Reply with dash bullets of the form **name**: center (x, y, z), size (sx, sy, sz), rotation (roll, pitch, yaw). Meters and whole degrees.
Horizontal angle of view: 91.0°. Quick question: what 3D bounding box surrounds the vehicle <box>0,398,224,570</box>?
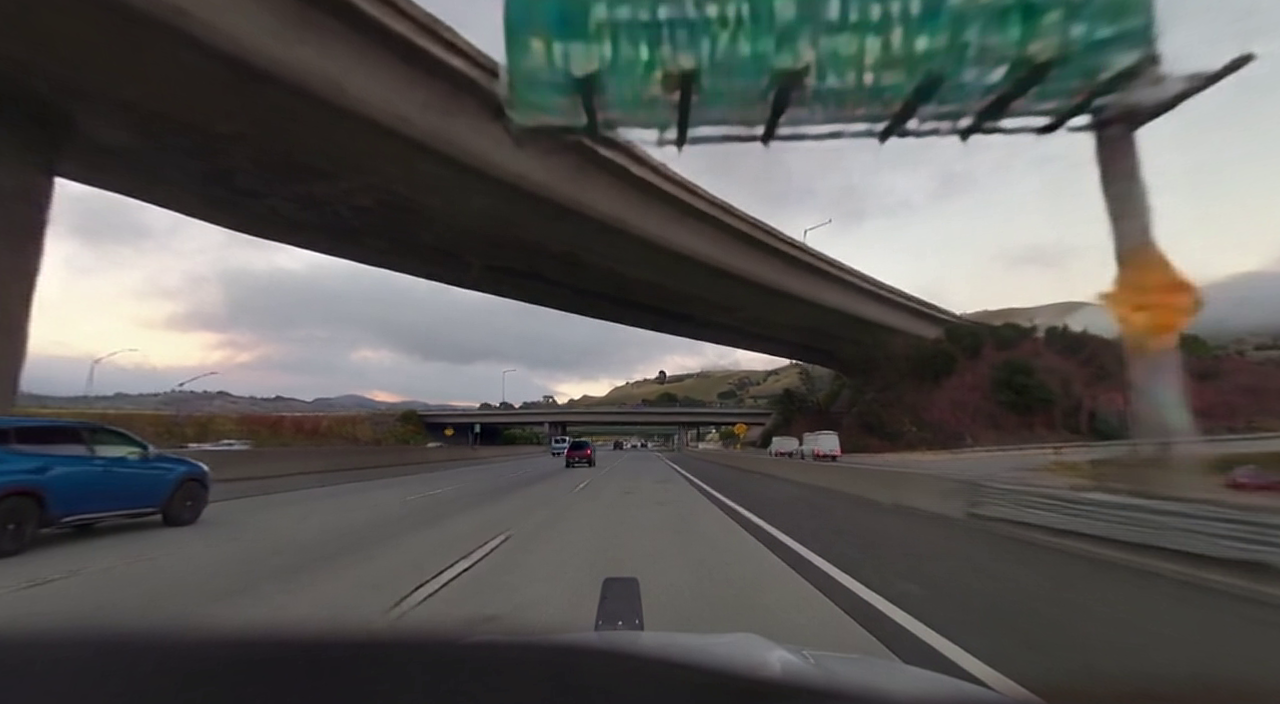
- **vehicle**: center (-7.468, 1.460, 7.263), size (2.092, 1.712, 4.627), rotation (0, -8, 1)

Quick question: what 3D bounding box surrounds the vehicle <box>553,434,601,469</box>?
- **vehicle**: center (-3.569, 5.781, 36.722), size (2.144, 1.847, 4.850), rotation (0, -8, 1)
